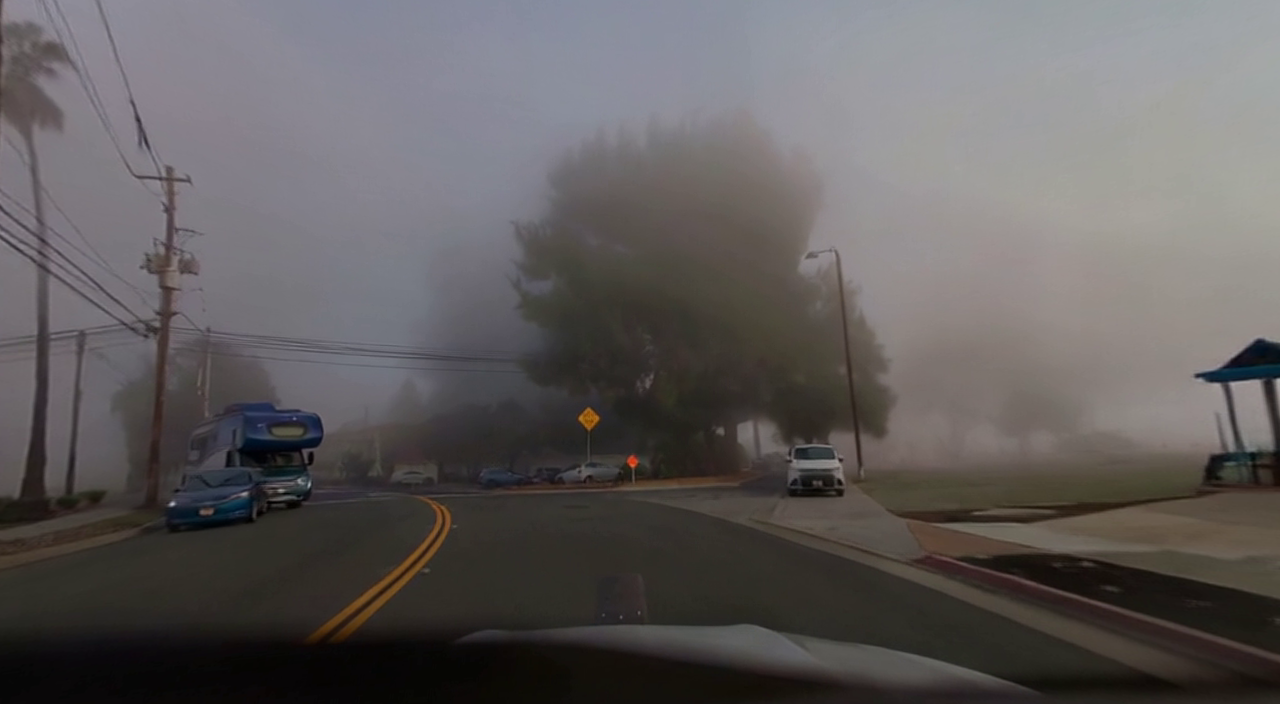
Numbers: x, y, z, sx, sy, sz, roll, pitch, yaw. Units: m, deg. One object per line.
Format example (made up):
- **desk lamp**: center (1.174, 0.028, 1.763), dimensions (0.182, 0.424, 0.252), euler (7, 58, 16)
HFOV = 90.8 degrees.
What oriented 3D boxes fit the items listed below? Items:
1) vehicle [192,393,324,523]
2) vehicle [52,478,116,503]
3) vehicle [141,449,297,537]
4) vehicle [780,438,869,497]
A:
- **vehicle**: center (-14.391, 3.769, 24.008), dimensions (3.216, 3.720, 11.364), euler (4, -8, -31)
- **vehicle**: center (-39.936, 9.930, 45.355), dimensions (3.837, 1.431, 1.754), euler (-3, -7, 20)
- **vehicle**: center (-9.912, 3.241, 15.368), dimensions (2.103, 1.599, 4.865), euler (3, -8, -22)
- **vehicle**: center (6.858, 4.269, 24.244), dimensions (2.508, 1.887, 5.930), euler (-1, -7, 9)
